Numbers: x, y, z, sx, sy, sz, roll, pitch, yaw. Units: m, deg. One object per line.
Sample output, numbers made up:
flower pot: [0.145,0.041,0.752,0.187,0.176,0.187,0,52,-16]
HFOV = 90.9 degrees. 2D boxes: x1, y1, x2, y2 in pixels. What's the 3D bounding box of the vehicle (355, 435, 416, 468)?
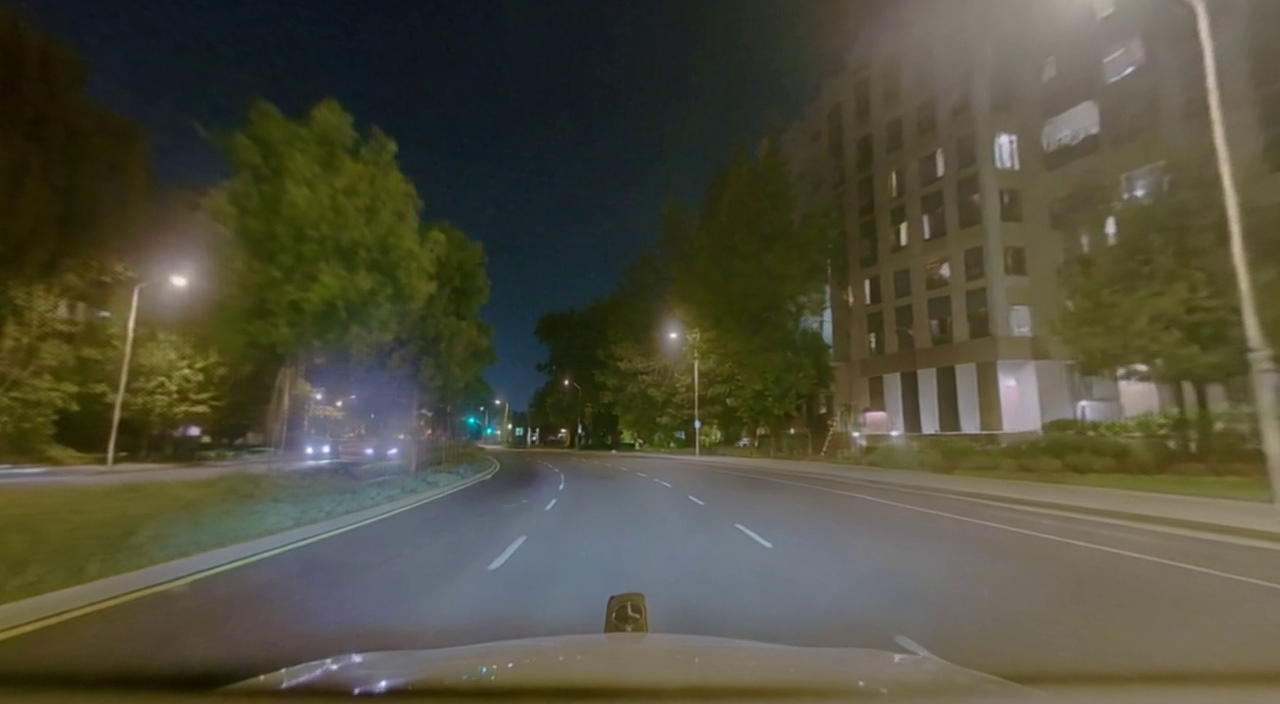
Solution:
vehicle: [-14.914,5.848,37.260,2.349,1.790,4.940,1,-9,-11]
